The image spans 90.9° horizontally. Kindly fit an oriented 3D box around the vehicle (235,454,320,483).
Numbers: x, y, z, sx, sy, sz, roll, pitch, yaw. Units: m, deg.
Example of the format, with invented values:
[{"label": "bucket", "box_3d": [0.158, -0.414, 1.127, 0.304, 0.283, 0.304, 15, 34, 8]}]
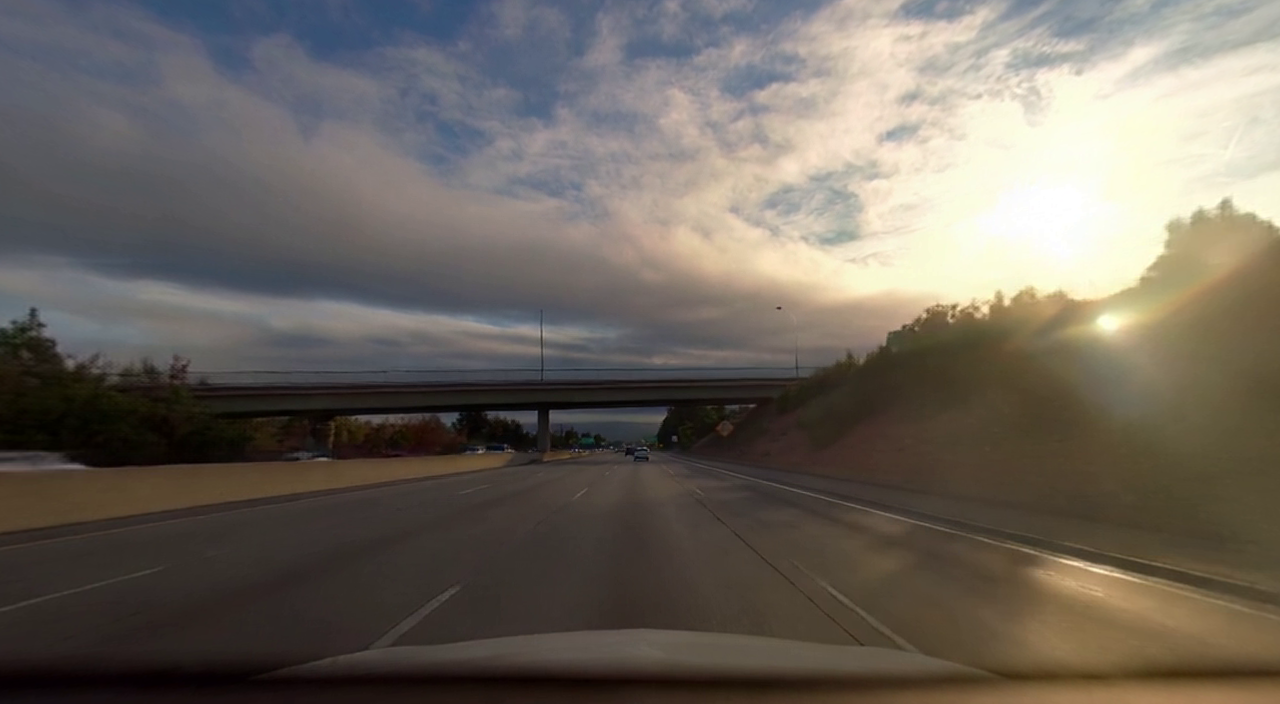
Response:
[{"label": "vehicle", "box_3d": [-19.596, 6.316, 34.311, 1.936, 1.423, 4.438, 0, -9, 1]}]
